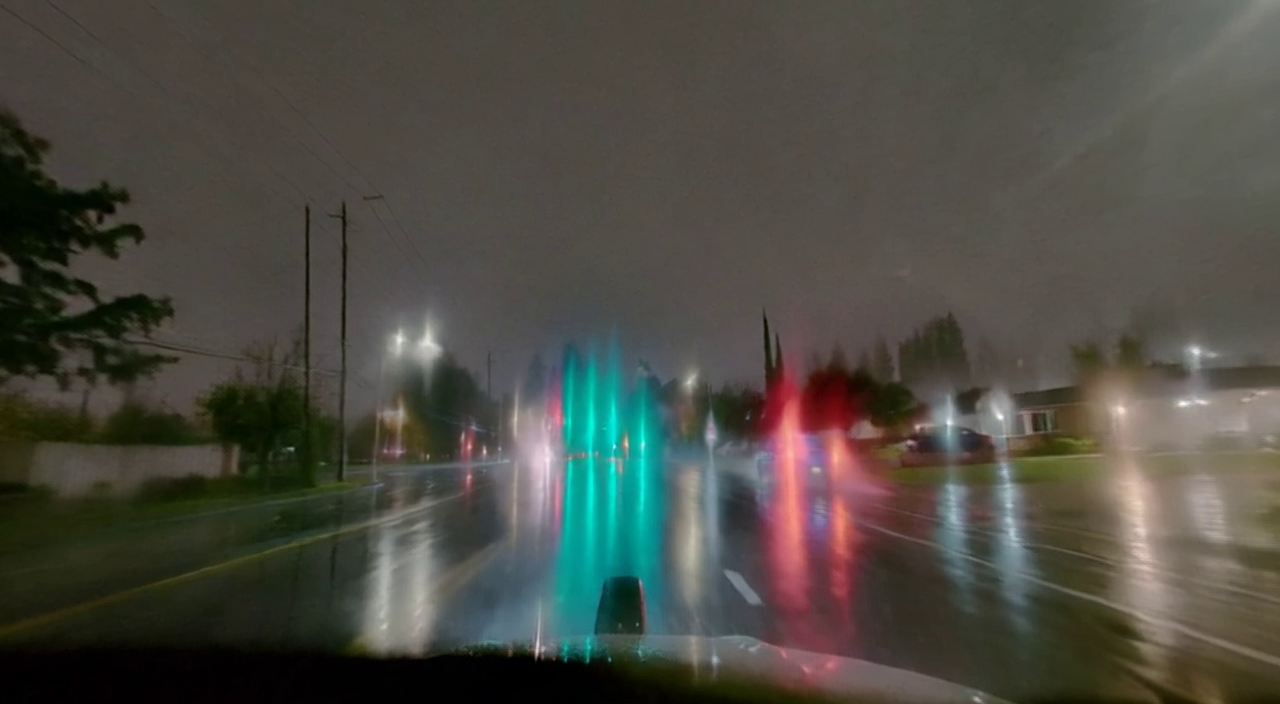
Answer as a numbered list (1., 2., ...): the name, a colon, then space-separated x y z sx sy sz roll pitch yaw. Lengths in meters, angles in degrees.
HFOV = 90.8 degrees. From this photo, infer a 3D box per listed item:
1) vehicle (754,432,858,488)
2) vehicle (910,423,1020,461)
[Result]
1. vehicle: 6.134 4.069 24.280 2.285 1.868 5.575 0 -8 -2
2. vehicle: 17.022 4.737 33.256 4.623 1.741 1.924 -2 -8 -2
